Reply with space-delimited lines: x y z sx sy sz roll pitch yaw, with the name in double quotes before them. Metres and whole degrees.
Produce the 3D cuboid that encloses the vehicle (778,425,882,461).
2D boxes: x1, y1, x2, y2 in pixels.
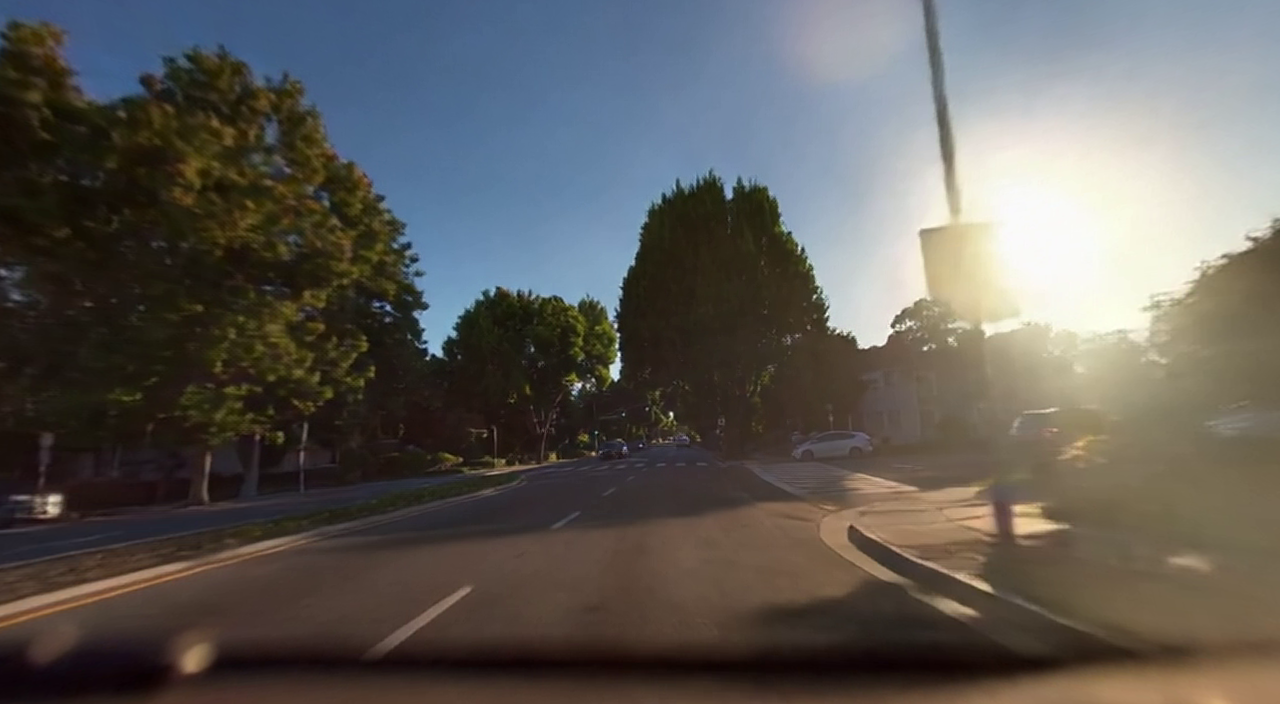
"vehicle" 9.798 4.680 32.543 4.906 1.729 2.414 -3 -9 21
